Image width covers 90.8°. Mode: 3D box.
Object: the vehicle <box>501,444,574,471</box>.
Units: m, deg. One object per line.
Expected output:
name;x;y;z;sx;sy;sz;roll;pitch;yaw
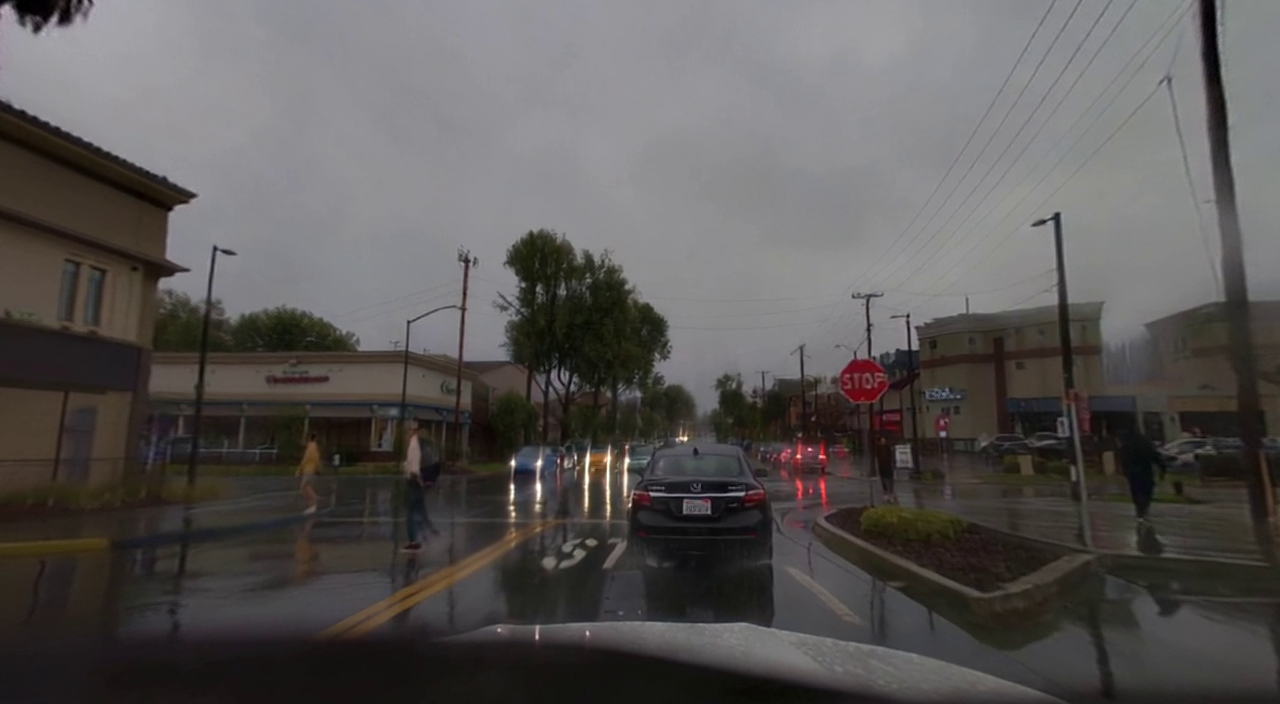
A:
vehicle;-6.918;7.127;42.866;4.529;1.682;1.895;6;-11;-37

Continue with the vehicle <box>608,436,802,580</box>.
vehicle;0.860;1.946;8.701;2.031;1.479;3.969;-1;-9;6
